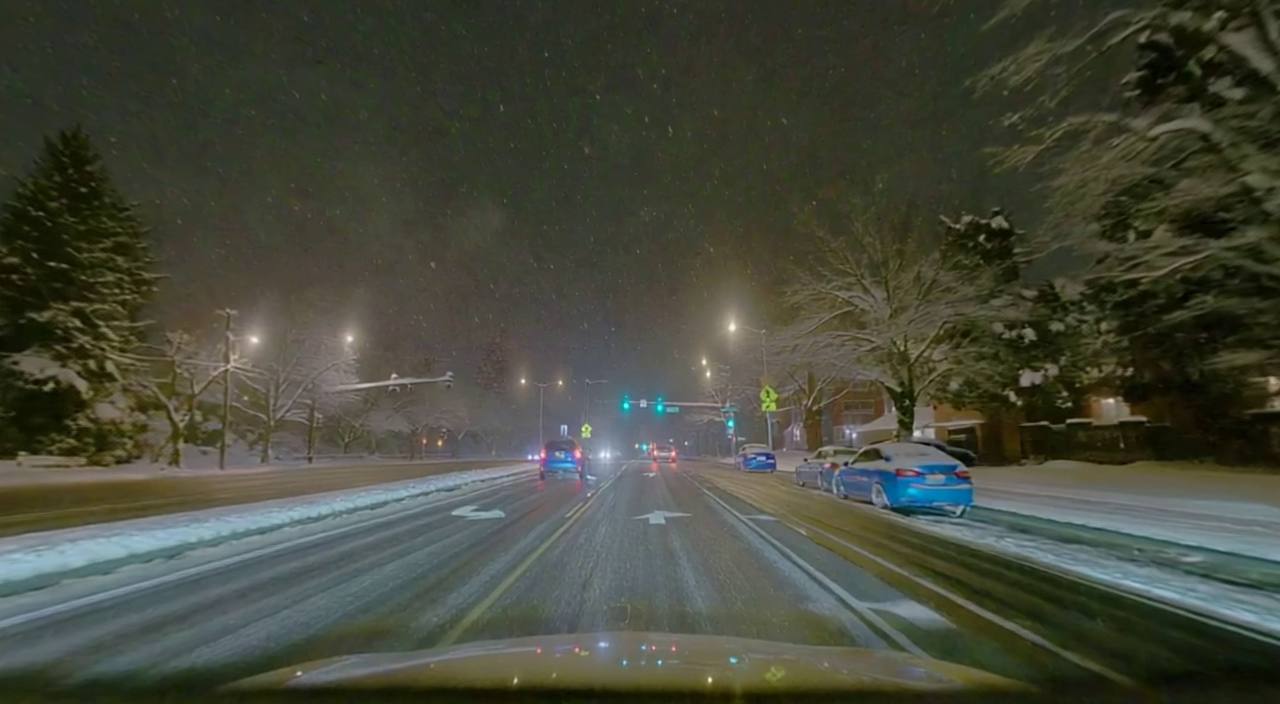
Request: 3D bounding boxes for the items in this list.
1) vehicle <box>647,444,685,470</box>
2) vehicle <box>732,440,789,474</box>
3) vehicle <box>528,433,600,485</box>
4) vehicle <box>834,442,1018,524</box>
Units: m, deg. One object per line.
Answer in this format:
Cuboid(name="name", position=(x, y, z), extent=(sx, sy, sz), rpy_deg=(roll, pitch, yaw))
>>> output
Cuboid(name="vehicle", position=(1.513, 6.289, 37.956), extent=(2.075, 1.480, 3.920), rpy_deg=(0, -8, 0))
Cuboid(name="vehicle", position=(6.488, 5.705, 34.504), extent=(2.038, 1.687, 4.985), rpy_deg=(0, -8, -2))
Cuboid(name="vehicle", position=(-2.853, 4.131, 24.647), extent=(2.150, 1.812, 4.423), rpy_deg=(0, -8, 2))
Cuboid(name="vehicle", position=(6.071, 2.802, 14.235), extent=(1.871, 1.485, 5.074), rpy_deg=(0, -9, 1))
